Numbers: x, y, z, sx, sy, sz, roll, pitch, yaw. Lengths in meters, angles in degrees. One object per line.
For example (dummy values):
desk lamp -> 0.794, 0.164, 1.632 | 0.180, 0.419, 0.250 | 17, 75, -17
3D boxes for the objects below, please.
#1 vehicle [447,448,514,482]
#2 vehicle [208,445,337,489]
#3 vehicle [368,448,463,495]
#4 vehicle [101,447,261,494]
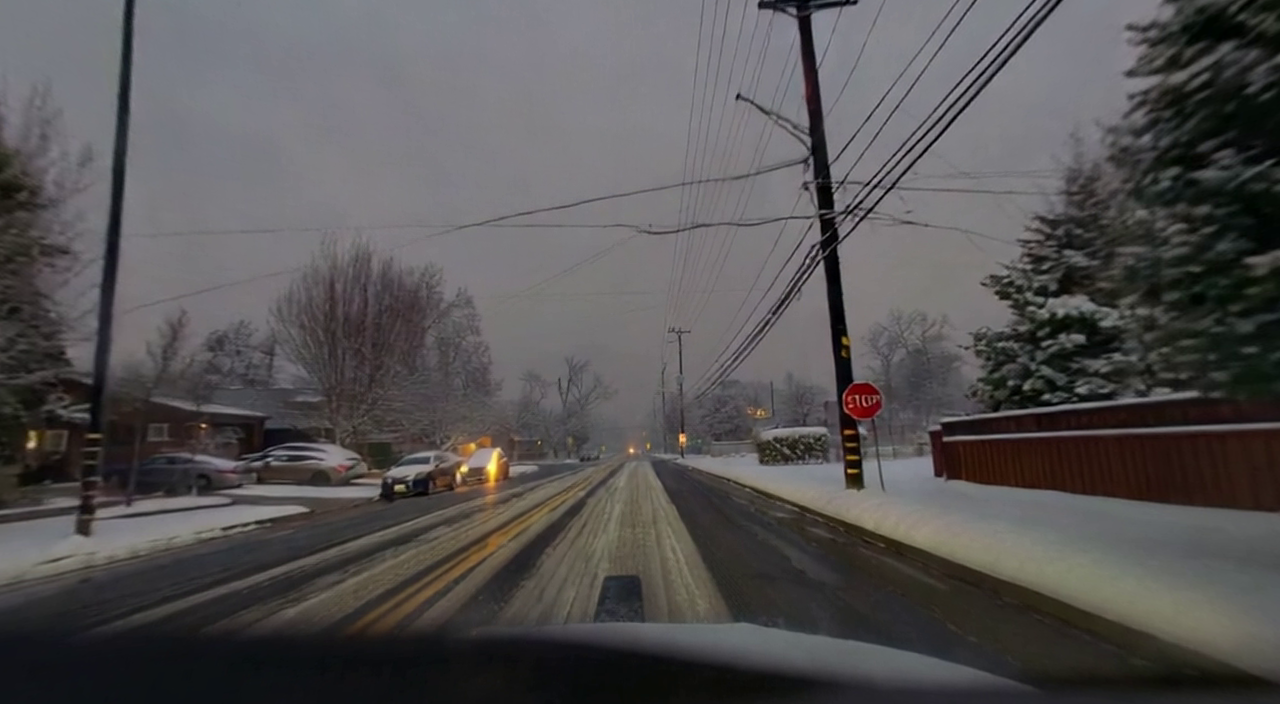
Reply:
vehicle -> -8.465, 5.980, 33.851 | 2.047, 1.679, 3.948 | -1, -9, 8
vehicle -> -16.223, 5.071, 28.109 | 4.364, 1.802, 2.122 | 1, -9, -7
vehicle -> -8.548, 4.556, 24.491 | 1.950, 1.627, 4.027 | -1, -8, 4
vehicle -> -17.967, 4.625, 25.021 | 4.539, 1.737, 2.098 | 2, -9, -14
